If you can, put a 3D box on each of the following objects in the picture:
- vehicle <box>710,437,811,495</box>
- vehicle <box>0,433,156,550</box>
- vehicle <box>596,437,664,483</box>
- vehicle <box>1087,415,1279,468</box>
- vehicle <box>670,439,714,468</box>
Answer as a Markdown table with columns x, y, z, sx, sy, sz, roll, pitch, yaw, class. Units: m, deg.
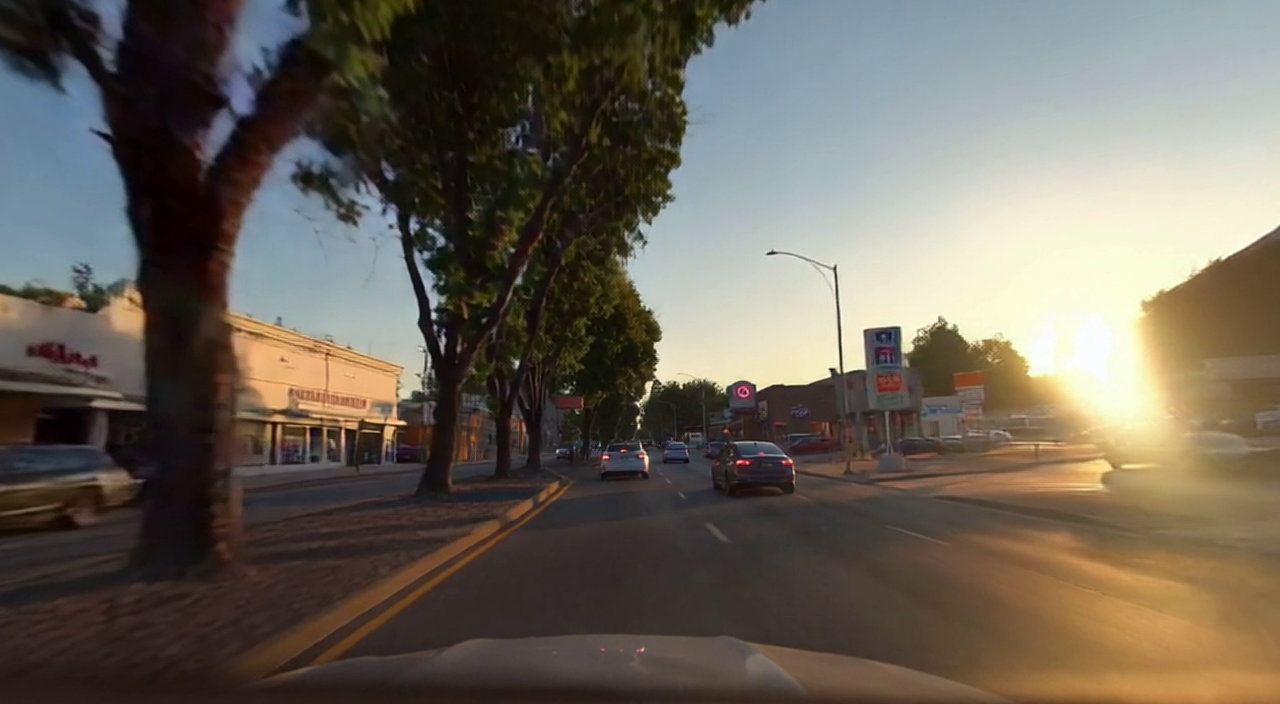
| x | y | z | sx | sy | sz | roll | pitch | yaw | class |
| --- | --- | --- | --- | --- | --- | --- | --- | --- | --- |
| 3.376 | 3.268 | 18.564 | 2.060 | 1.471 | 4.168 | 0 | -8 | -1 | vehicle |
| -11.060 | 2.288 | 10.564 | 2.233 | 1.799 | 4.700 | 0 | -8 | -1 | vehicle |
| -0.363 | 3.899 | 23.210 | 2.232 | 1.508 | 4.319 | 0 | -8 | -1 | vehicle |
| 19.159 | 3.175 | 22.361 | 4.948 | 1.733 | 2.296 | 0 | -8 | -1 | vehicle |
| 2.902 | 5.775 | 36.165 | 2.098 | 1.527 | 3.966 | 0 | -8 | -2 | vehicle |
